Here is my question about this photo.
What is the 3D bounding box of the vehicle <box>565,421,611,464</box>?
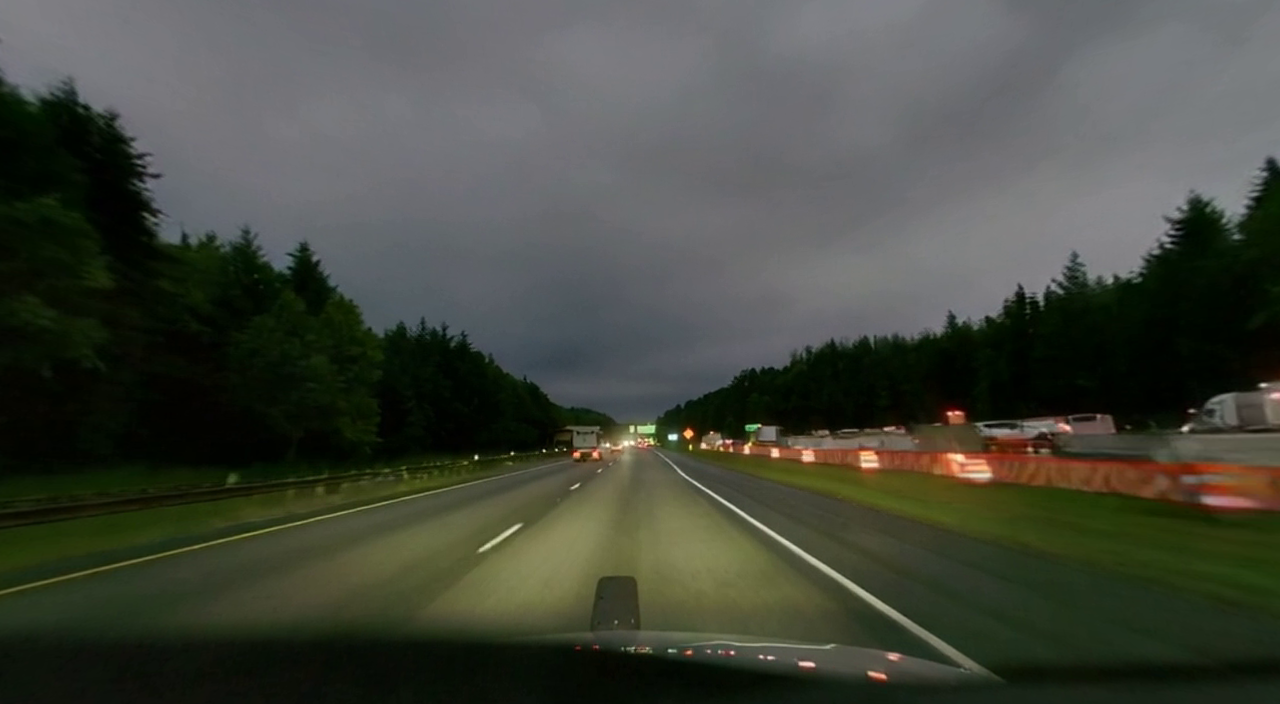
[{"bbox_3d":[-3.368,6.050,42.002,2.484,2.625,5.907,-1,-8,0],"label":"vehicle"}]
